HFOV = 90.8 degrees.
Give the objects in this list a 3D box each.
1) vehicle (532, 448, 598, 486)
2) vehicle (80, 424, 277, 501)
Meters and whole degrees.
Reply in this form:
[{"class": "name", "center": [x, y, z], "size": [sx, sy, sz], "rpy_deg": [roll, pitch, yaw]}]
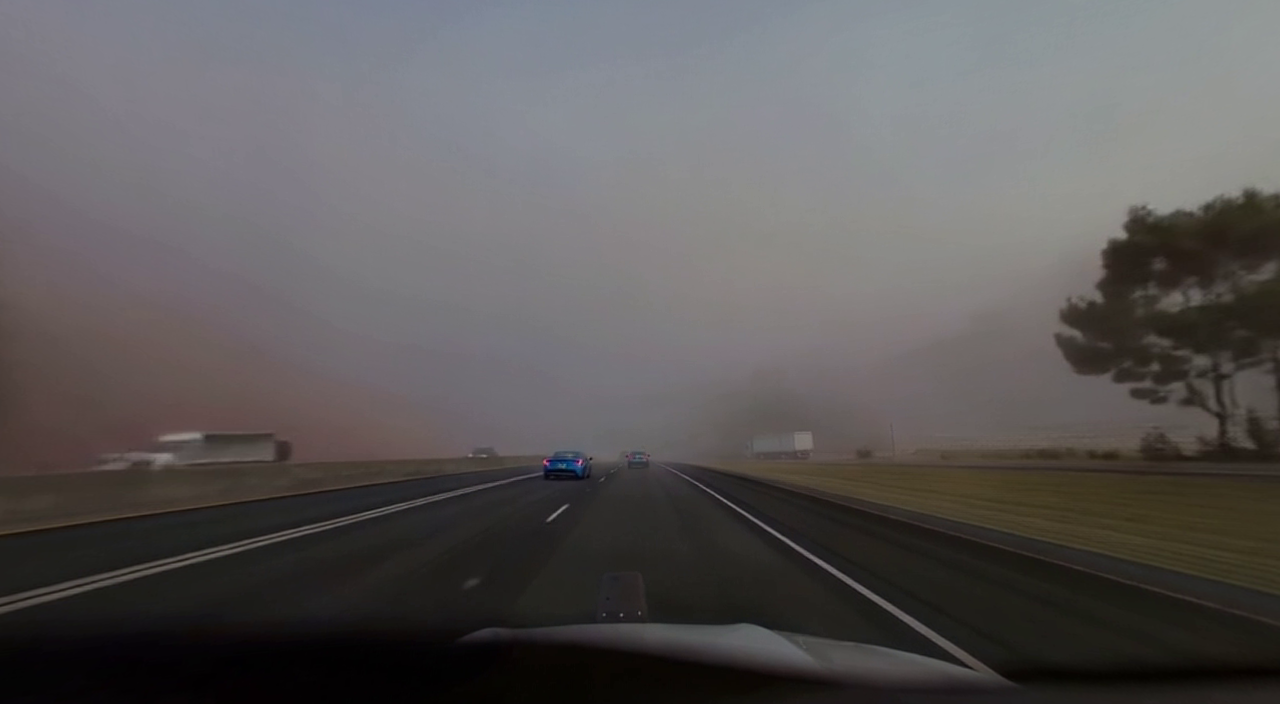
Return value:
[{"class": "vehicle", "center": [-3.089, 4.877, 27.100], "size": [2.170, 1.451, 4.584], "rpy_deg": [0, -9, 1]}, {"class": "vehicle", "center": [-16.748, 4.050, 23.635], "size": [2.222, 2.428, 6.706], "rpy_deg": [0, -9, 0]}]
